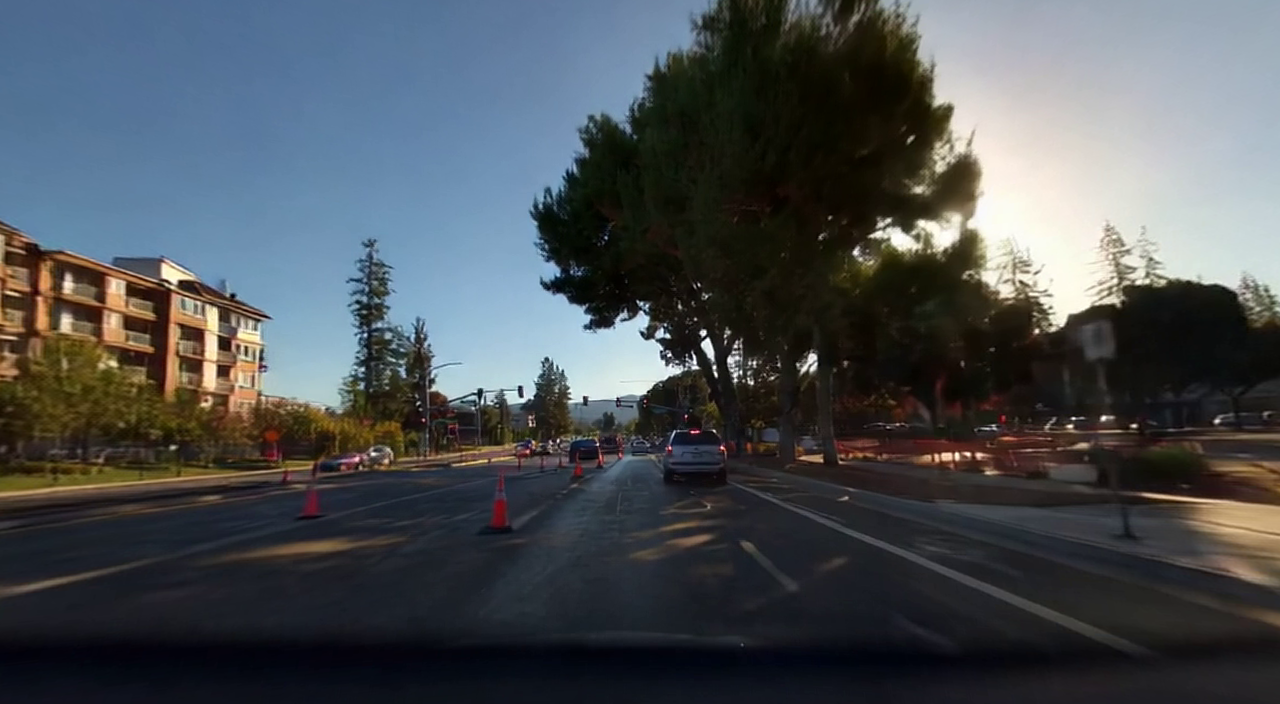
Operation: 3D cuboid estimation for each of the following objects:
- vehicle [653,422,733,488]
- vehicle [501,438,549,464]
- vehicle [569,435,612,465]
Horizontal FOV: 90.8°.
[{"bbox_3d":[1.526,3.207,19.971,2.197,1.835,4.316,0,-8,0],"label":"vehicle"},{"bbox_3d":[-6.953,6.058,38.678,1.928,1.488,4.635,0,-8,2],"label":"vehicle"},{"bbox_3d":[-2.871,5.764,37.349,2.121,1.654,3.993,0,-8,1],"label":"vehicle"}]
